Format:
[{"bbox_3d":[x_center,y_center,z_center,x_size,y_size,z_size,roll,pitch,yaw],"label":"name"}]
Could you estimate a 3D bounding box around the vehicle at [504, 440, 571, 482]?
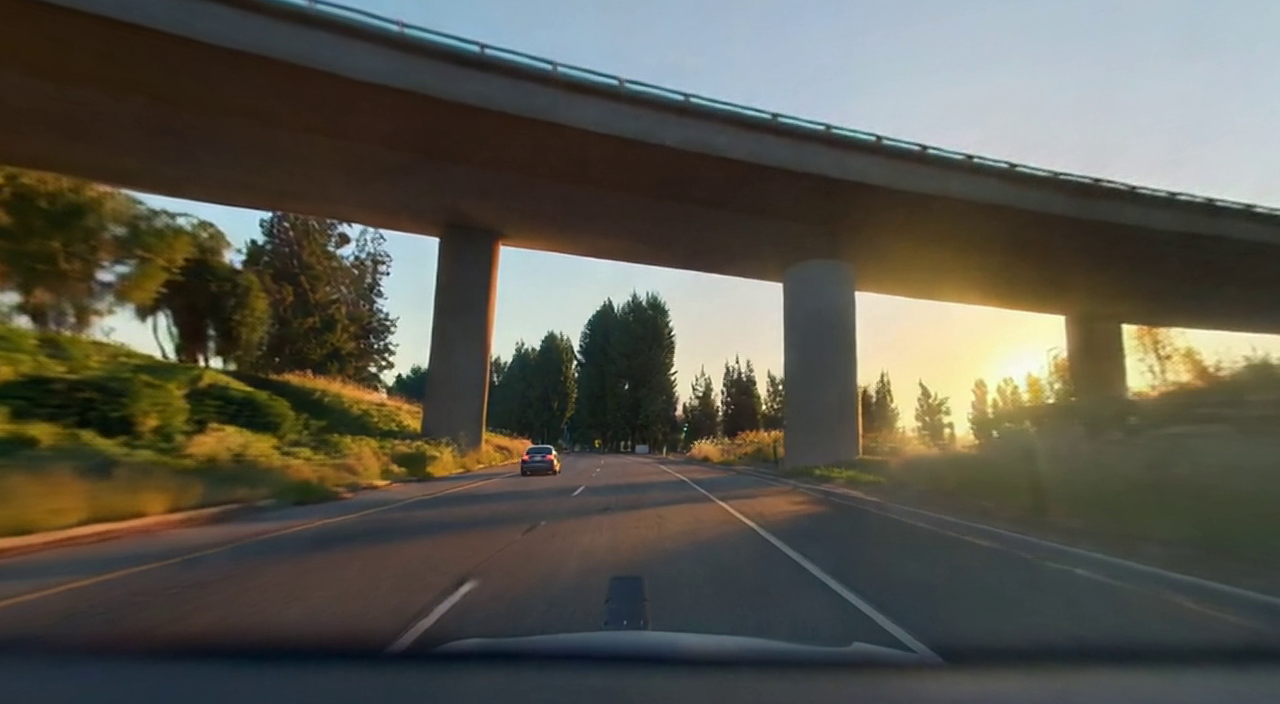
[{"bbox_3d":[-3.937,4.279,25.015,1.968,1.503,4.443,0,-8,-1],"label":"vehicle"}]
